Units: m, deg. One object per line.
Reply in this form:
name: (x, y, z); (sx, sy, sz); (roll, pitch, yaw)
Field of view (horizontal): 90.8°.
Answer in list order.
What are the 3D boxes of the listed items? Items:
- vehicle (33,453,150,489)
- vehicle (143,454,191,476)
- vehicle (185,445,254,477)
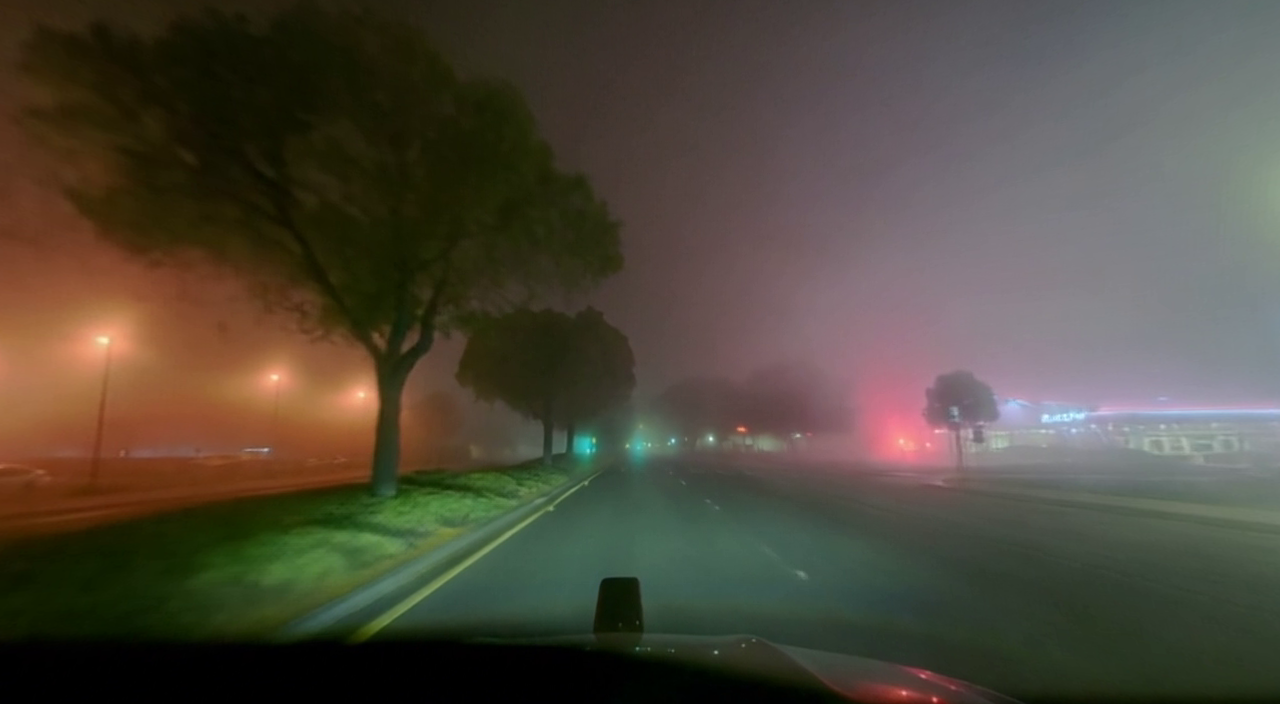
vehicle: (-28.512, 6.152, 33.086); (1.948, 1.689, 4.553); (0, -9, 1)
vehicle: (-33.888, 8.075, 45.338); (2.020, 1.489, 3.997); (4, -10, -26)
vehicle: (-28.428, 7.349, 42.924); (2.124, 2.004, 5.473); (2, -9, -15)
